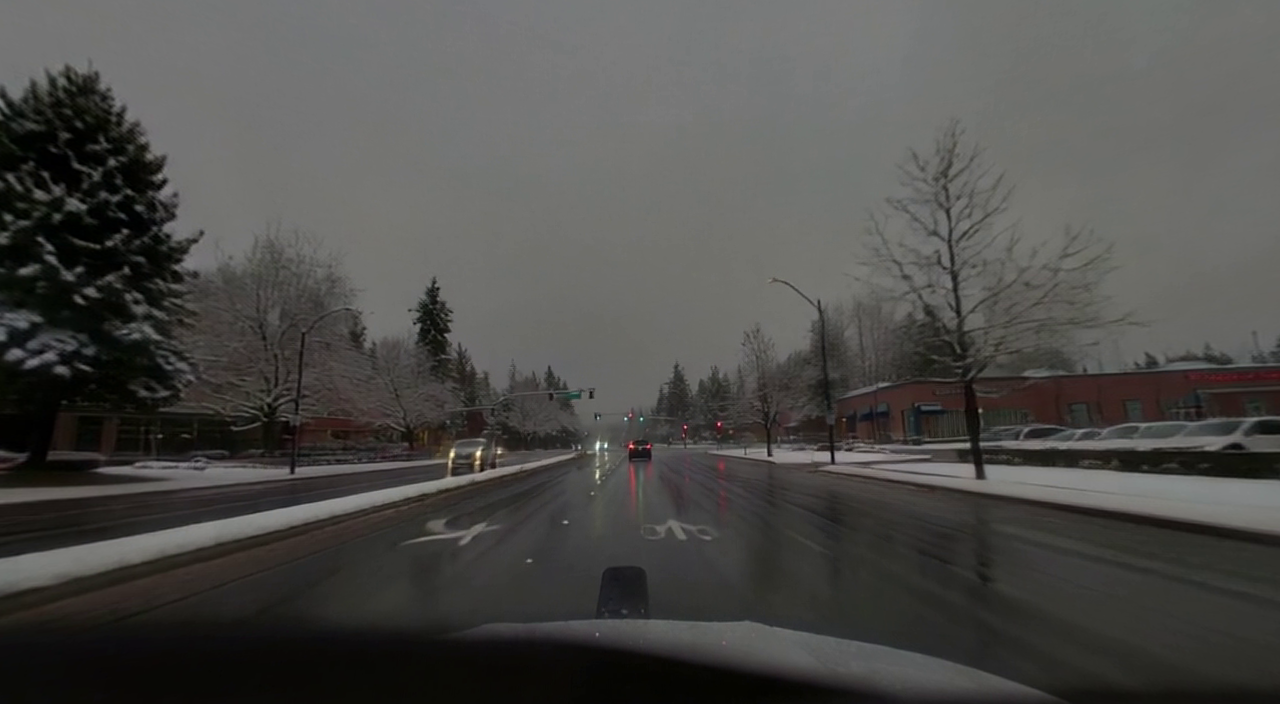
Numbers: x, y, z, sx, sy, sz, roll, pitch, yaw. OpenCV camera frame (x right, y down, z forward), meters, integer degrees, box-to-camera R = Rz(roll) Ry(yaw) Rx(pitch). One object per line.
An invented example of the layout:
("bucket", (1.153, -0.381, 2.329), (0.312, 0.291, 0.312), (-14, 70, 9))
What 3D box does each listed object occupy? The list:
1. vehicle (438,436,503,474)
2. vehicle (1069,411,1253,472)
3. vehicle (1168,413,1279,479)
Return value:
("vehicle", (-8.676, 5.293, 32.714), (2.149, 1.793, 4.468), (0, -8, -1))
("vehicle", (16.901, 2.947, 20.672), (3.928, 1.661, 2.249), (-3, -9, -1))
("vehicle", (18.031, 2.542, 17.734), (4.904, 1.577, 1.863), (-3, -8, -8))
